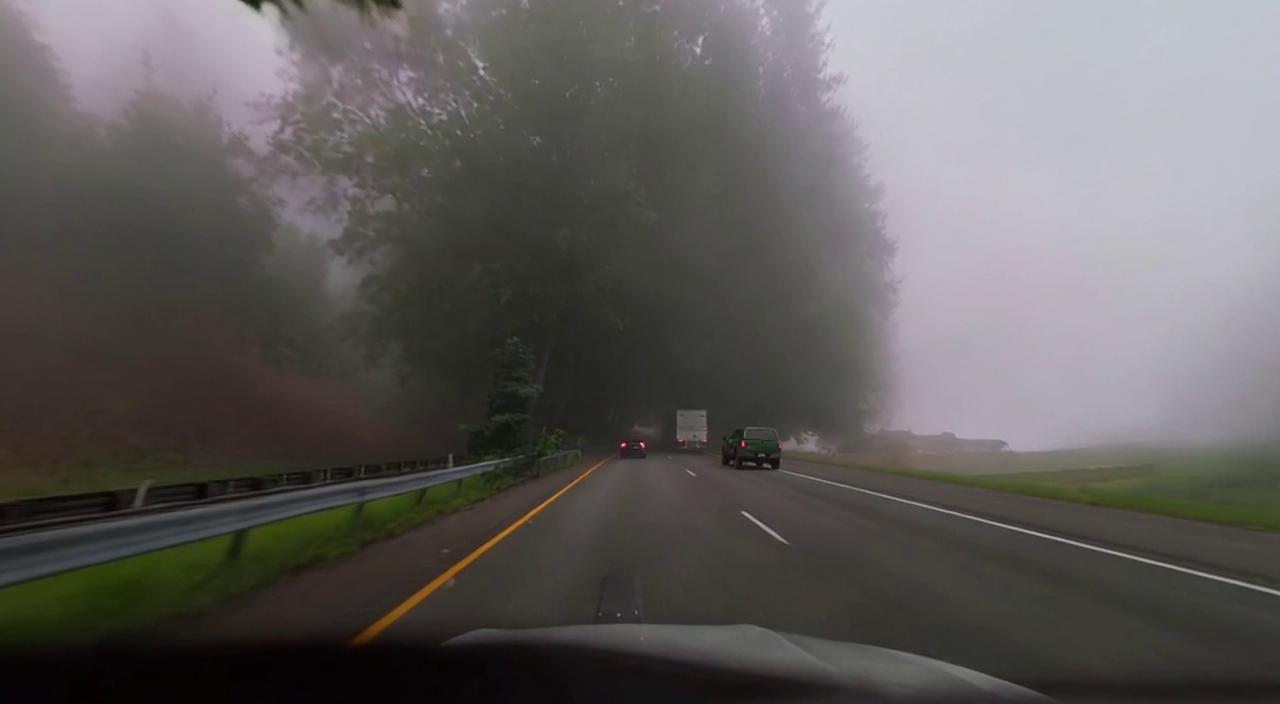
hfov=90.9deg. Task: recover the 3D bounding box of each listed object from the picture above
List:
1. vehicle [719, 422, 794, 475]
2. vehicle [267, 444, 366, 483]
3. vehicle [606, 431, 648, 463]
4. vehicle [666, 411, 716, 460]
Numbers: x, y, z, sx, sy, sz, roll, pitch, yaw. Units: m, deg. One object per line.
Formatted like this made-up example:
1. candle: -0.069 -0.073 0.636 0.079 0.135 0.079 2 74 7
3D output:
1. vehicle: 4.466 3.749 24.882 2.073 1.905 4.023 0 -8 -1
2. vehicle: -14.094 4.864 27.778 2.107 1.498 4.226 0 -8 0
3. vehicle: -0.721 5.220 34.894 2.206 1.681 4.111 0 -8 -1
4. vehicle: 3.348 5.734 43.449 2.728 3.053 7.708 0 -8 0
